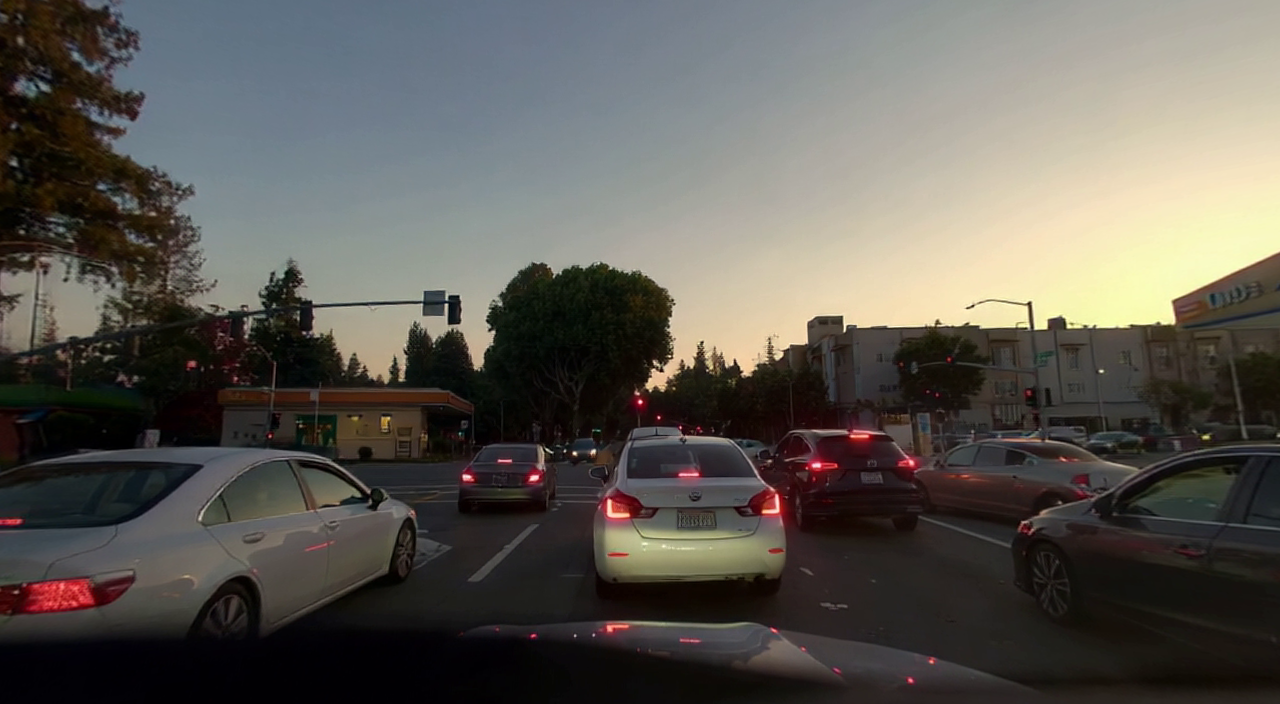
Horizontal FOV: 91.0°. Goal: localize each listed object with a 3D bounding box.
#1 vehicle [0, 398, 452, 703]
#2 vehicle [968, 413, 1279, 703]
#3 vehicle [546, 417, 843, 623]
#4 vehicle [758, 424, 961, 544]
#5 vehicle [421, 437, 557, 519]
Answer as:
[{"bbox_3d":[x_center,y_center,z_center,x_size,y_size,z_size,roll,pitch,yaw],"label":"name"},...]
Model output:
[{"bbox_3d":[-3.000,1.253,4.613,1.887,1.493,4.255,0,-9,1],"label":"vehicle"},{"bbox_3d":[4.186,1.125,3.587,1.950,1.497,4.686,0,-9,-2],"label":"vehicle"},{"bbox_3d":[0.350,1.582,6.941,2.220,1.507,4.317,0,-9,-2],"label":"vehicle"},{"bbox_3d":[3.406,2.127,10.764,1.947,1.630,4.127,0,-9,0],"label":"vehicle"},{"bbox_3d":[-3.039,2.638,13.691,1.867,1.474,4.237,0,-9,1],"label":"vehicle"}]
